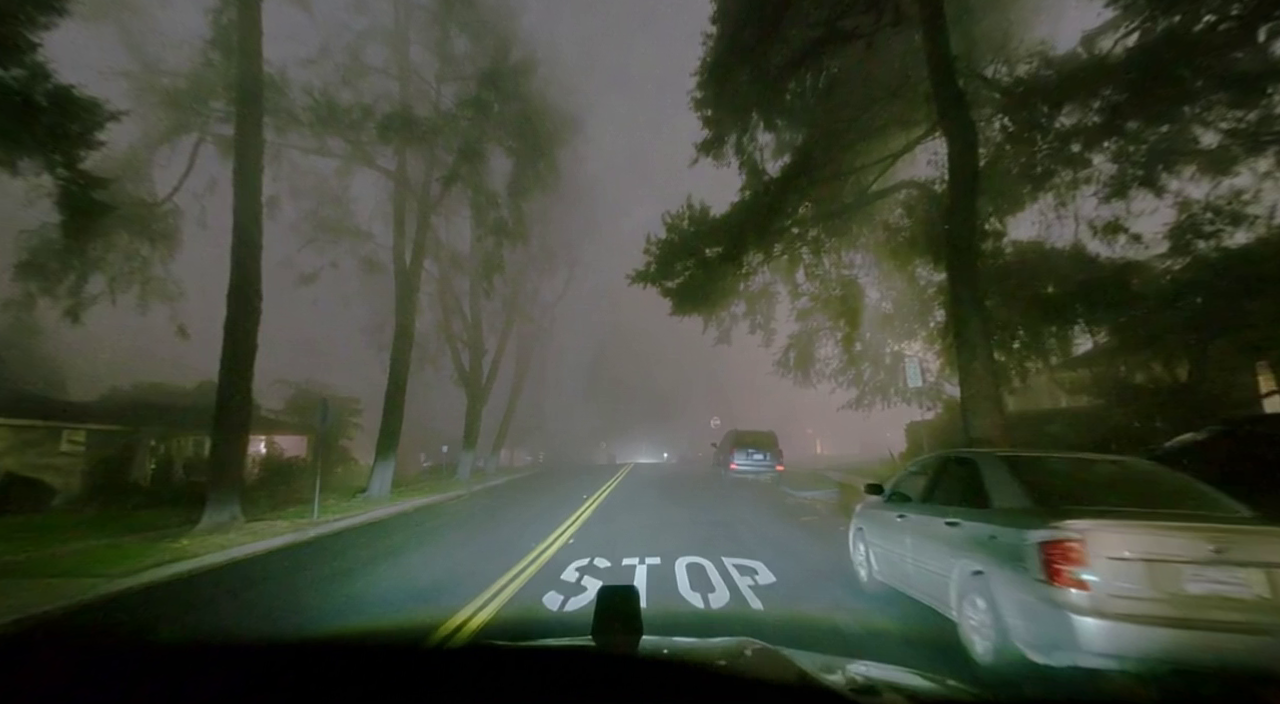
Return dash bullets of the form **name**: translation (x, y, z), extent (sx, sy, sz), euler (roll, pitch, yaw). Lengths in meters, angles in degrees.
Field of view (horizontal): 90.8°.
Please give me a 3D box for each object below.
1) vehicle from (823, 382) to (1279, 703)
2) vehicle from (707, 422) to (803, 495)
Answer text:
- **vehicle**: translation (2.958, 1.151, 3.893), extent (1.969, 1.549, 5.038), euler (0, -9, -2)
- **vehicle**: translation (3.273, 3.155, 18.943), extent (2.109, 1.875, 4.488), euler (-1, -9, 1)
